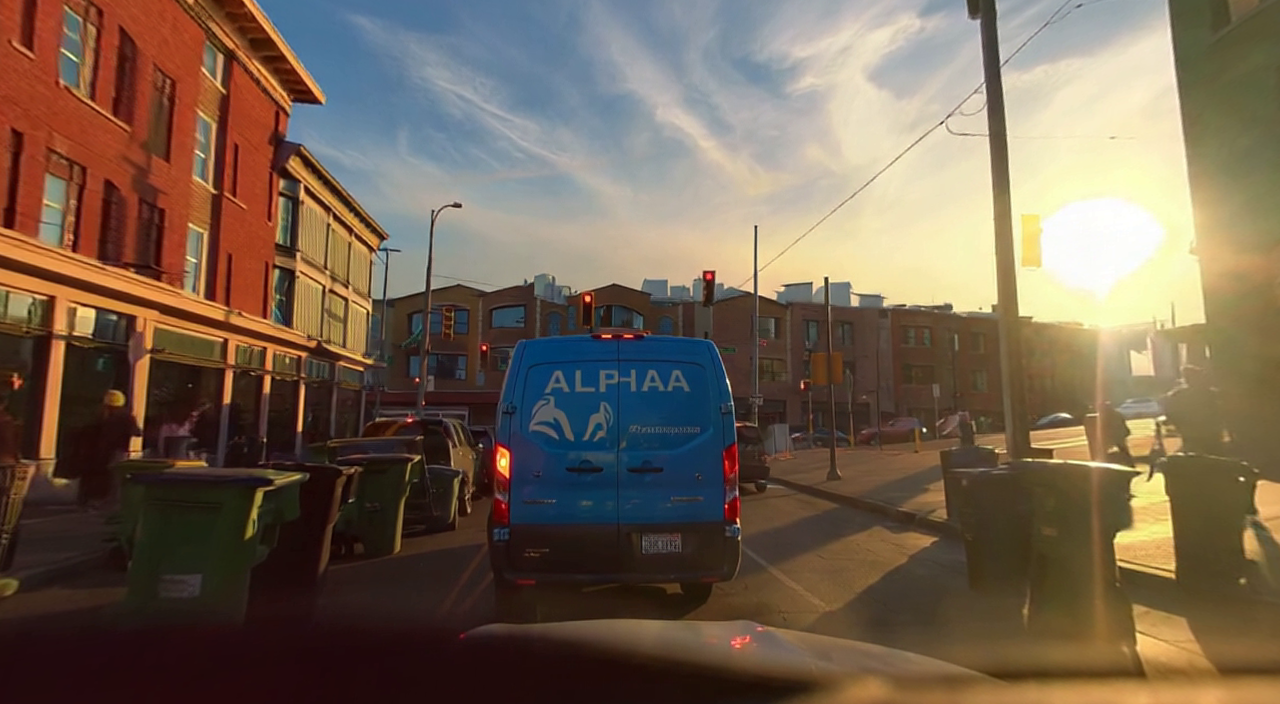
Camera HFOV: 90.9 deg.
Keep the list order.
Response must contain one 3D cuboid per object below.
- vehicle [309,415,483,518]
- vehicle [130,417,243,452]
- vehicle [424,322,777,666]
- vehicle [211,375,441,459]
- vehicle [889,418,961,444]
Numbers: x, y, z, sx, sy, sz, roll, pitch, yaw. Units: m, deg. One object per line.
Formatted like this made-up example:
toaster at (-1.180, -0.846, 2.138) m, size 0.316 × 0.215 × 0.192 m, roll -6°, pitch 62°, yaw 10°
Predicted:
vehicle at (-3.954, 1.883, 10.860) m, size 1.841 × 1.461 × 3.426 m, roll 1°, pitch -8°, yaw -5°
vehicle at (-20.711, 3.787, 28.909) m, size 3.713 × 1.571 × 1.751 m, roll 1°, pitch -8°, yaw -6°
vehicle at (-0.318, 1.061, 5.727) m, size 1.951 × 1.907 × 4.266 m, roll 0°, pitch -8°, yaw -3°
vehicle at (-12.789, 2.792, 26.531) m, size 8.088 × 3.213 × 2.801 m, roll 2°, pitch -8°, yaw -13°
vehicle at (16.114, 4.484, 35.649) m, size 3.381 × 1.391 × 1.529 m, roll 1°, pitch -8°, yaw -10°
